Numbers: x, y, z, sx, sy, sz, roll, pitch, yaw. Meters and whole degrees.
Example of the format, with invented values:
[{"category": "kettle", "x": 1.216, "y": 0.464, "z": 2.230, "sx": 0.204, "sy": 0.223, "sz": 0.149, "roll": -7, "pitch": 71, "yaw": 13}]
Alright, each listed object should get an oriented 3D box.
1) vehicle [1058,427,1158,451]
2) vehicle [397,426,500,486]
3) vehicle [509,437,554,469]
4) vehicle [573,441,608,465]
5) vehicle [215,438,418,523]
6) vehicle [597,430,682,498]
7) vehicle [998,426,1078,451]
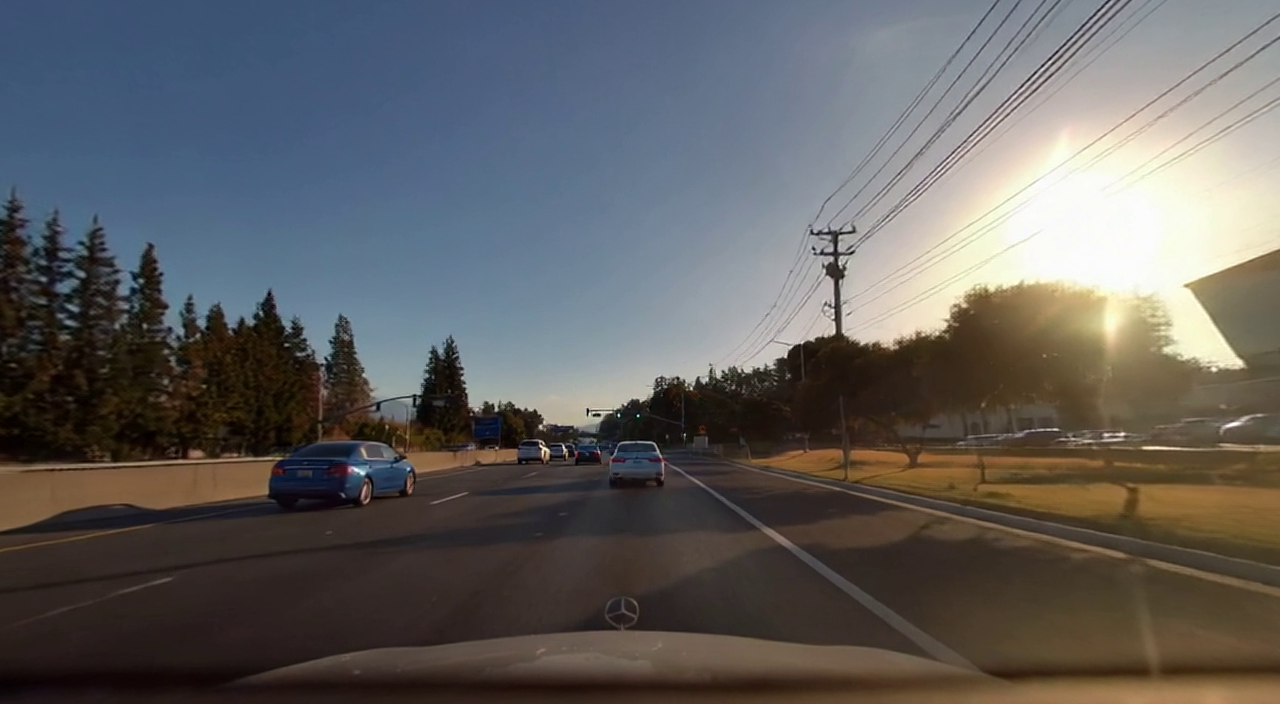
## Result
[{"category": "vehicle", "x": 29.638, "y": 5.536, "z": 40.093, "sx": 4.674, "sy": 1.485, "sz": 1.874, "roll": -1, "pitch": -8, "yaw": 6}, {"category": "vehicle", "x": -6.730, "y": 3.710, "z": 22.896, "sx": 2.144, "sy": 1.905, "sz": 4.967, "roll": 0, "pitch": -8, "yaw": 0}, {"category": "vehicle", "x": -6.346, "y": 5.958, "z": 37.316, "sx": 1.914, "sy": 1.756, "sz": 4.179, "roll": 0, "pitch": -8, "yaw": 0}, {"category": "vehicle", "x": -3.273, "y": 6.829, "z": 42.706, "sx": 2.055, "sy": 1.510, "sz": 3.961, "roll": 0, "pitch": -8, "yaw": 0}, {"category": "vehicle", "x": -6.542, "y": 2.613, "z": 13.496, "sx": 1.900, "sy": 1.483, "sz": 4.547, "roll": 0, "pitch": -8, "yaw": 1}, {"category": "vehicle", "x": -0.044, "y": 3.110, "z": 17.929, "sx": 2.140, "sy": 1.653, "sz": 4.108, "roll": 0, "pitch": -8, "yaw": -1}, {"category": "vehicle", "x": 29.567, "y": 6.440, "z": 47.029, "sx": 4.554, "sy": 1.761, "sz": 2.095, "roll": 0, "pitch": -8, "yaw": 0}]
